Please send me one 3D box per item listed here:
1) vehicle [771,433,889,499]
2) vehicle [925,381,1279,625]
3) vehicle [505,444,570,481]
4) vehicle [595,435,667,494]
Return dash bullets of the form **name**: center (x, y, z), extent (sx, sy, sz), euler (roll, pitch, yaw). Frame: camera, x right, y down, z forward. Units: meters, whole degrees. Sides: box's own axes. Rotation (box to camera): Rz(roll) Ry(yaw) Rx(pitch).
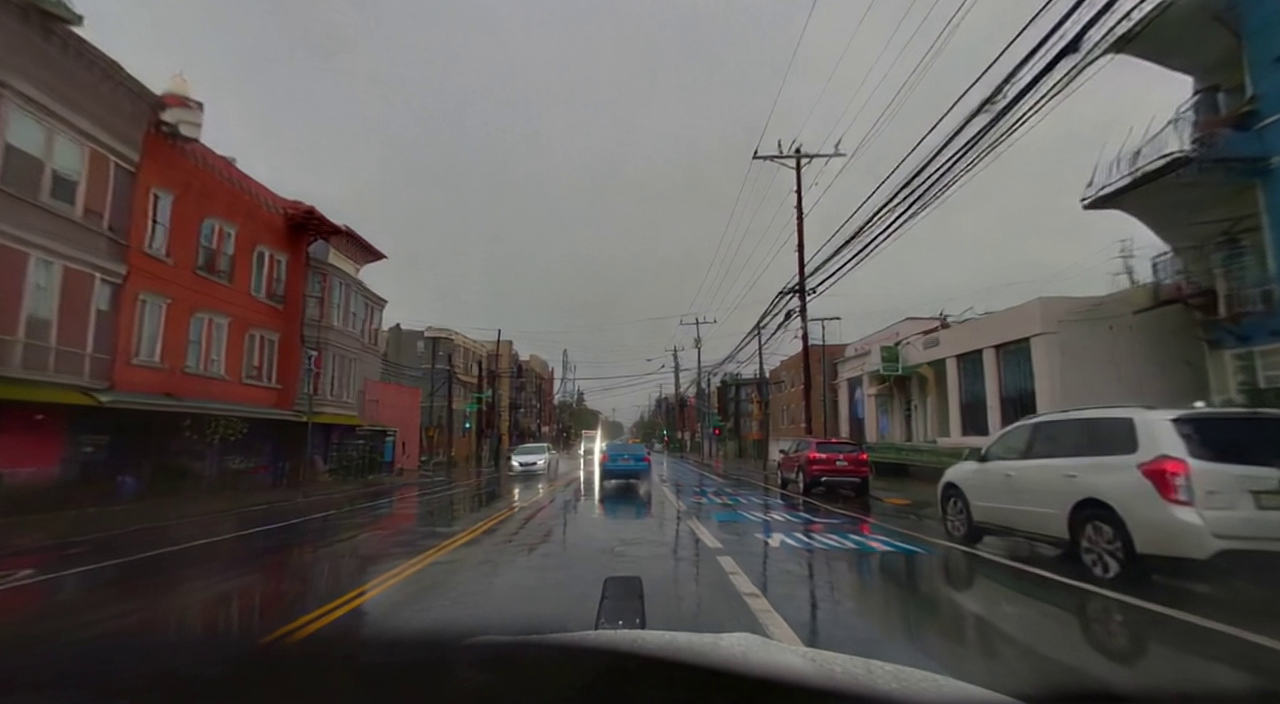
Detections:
- **vehicle**: center (6.166, 3.765, 21.413), extent (2.197, 1.917, 5.637), euler (0, -8, -1)
- **vehicle**: center (6.134, 1.713, 8.300), extent (2.208, 2.106, 5.496), euler (0, -9, 0)
- **vehicle**: center (-4.459, 4.872, 28.210), extent (2.181, 1.500, 4.319), euler (0, -8, 0)
- **vehicle**: center (-0.267, 3.416, 19.486), extent (1.980, 1.635, 3.795), euler (0, -8, 0)
